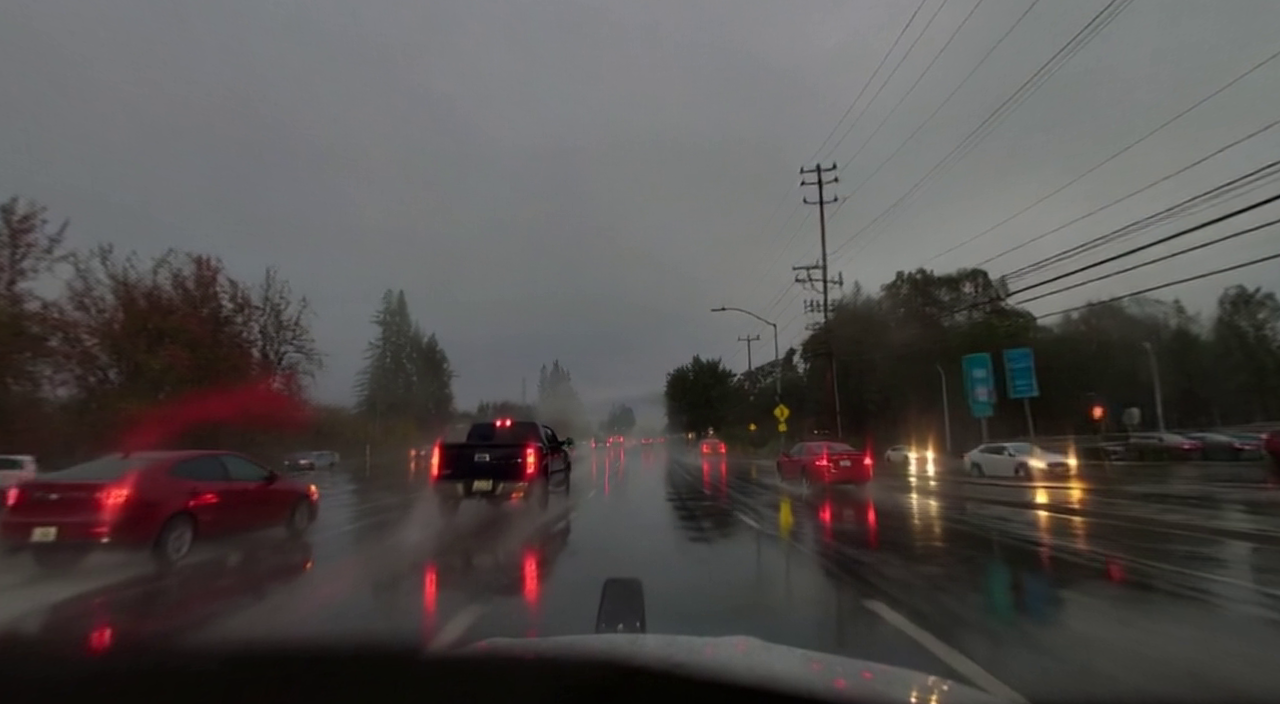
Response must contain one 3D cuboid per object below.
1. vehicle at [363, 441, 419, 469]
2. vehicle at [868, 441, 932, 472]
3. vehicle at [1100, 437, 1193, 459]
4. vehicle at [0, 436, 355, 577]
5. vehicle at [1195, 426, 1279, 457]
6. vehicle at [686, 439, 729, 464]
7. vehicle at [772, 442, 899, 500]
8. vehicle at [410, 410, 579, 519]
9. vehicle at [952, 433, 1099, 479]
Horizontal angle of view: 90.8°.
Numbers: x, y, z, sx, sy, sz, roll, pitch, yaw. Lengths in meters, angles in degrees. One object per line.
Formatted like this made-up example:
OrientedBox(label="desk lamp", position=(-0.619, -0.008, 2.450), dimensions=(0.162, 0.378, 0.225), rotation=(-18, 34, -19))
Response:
OrientedBox(label="vehicle", position=(-17.800, 7.370, 45.470), dimensions=(2.114, 1.892, 4.773), rotation=(0, -8, -1))
OrientedBox(label="vehicle", position=(16.581, 6.675, 40.632), dimensions=(2.044, 1.812, 4.935), rotation=(0, -9, 1))
OrientedBox(label="vehicle", position=(35.056, 6.679, 43.827), dimensions=(4.630, 1.444, 1.994), rotation=(0, -9, 2))
OrientedBox(label="vehicle", position=(-6.310, 2.026, 9.218), dimensions=(2.035, 1.497, 4.723), rotation=(0, -9, 1))
OrientedBox(label="vehicle", position=(34.789, 5.105, 36.011), dimensions=(4.595, 1.701, 2.257), rotation=(2, -9, -12))
OrientedBox(label="vehicle", position=(4.194, 6.277, 40.002), dimensions=(2.071, 1.435, 4.226), rotation=(0, -9, -3))
OrientedBox(label="vehicle", position=(5.402, 3.341, 18.190), dimensions=(1.840, 1.428, 4.602), rotation=(1, -9, -5))
OrientedBox(label="vehicle", position=(-2.983, 2.536, 14.790), dimensions=(2.467, 1.991, 6.089), rotation=(0, -9, 1))
OrientedBox(label="vehicle", position=(17.708, 4.808, 29.517), dimensions=(2.267, 1.925, 5.964), rotation=(2, -9, -12))
